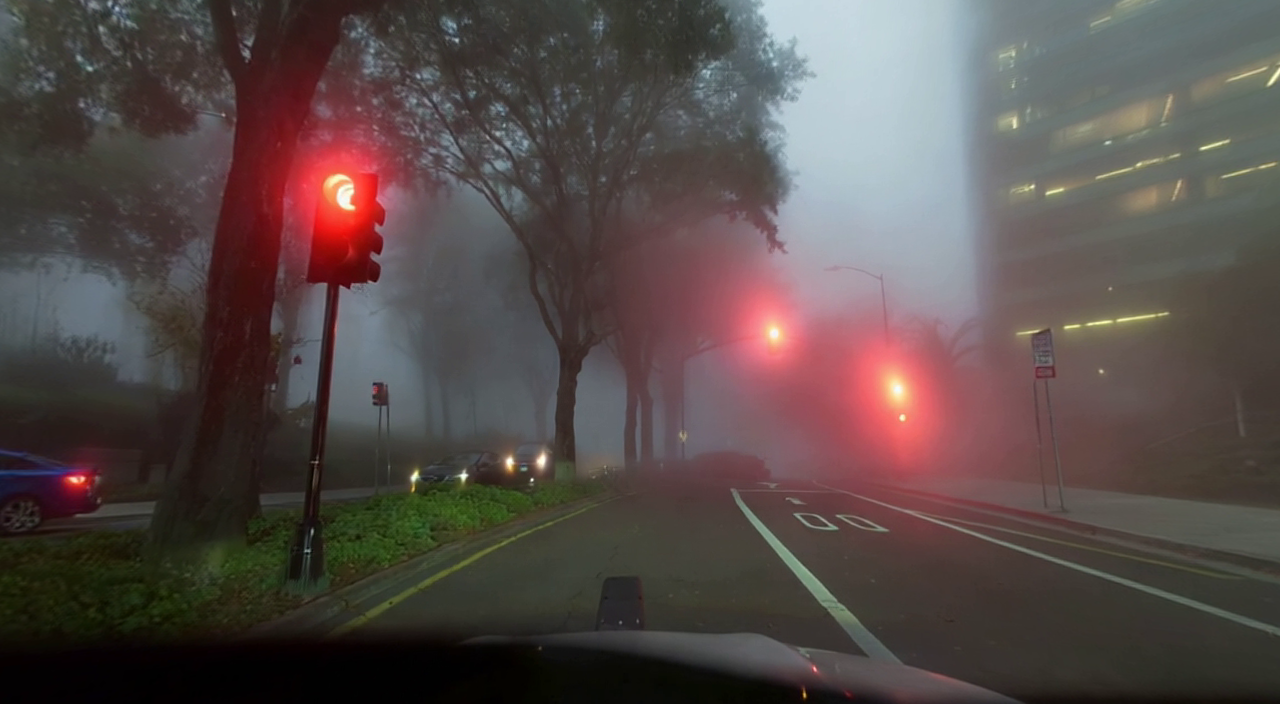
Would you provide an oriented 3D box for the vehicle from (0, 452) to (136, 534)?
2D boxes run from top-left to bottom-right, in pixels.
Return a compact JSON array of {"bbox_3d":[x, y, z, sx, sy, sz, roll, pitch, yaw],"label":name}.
[{"bbox_3d":[-12.856,2.716,12.273,4.598,1.490,1.816,7,-11,-40],"label":"vehicle"}]

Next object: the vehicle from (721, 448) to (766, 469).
[{"bbox_3d":[7.862,8.124,48.419,1.829,1.440,4.384,2,-9,-14],"label":"vehicle"}]
